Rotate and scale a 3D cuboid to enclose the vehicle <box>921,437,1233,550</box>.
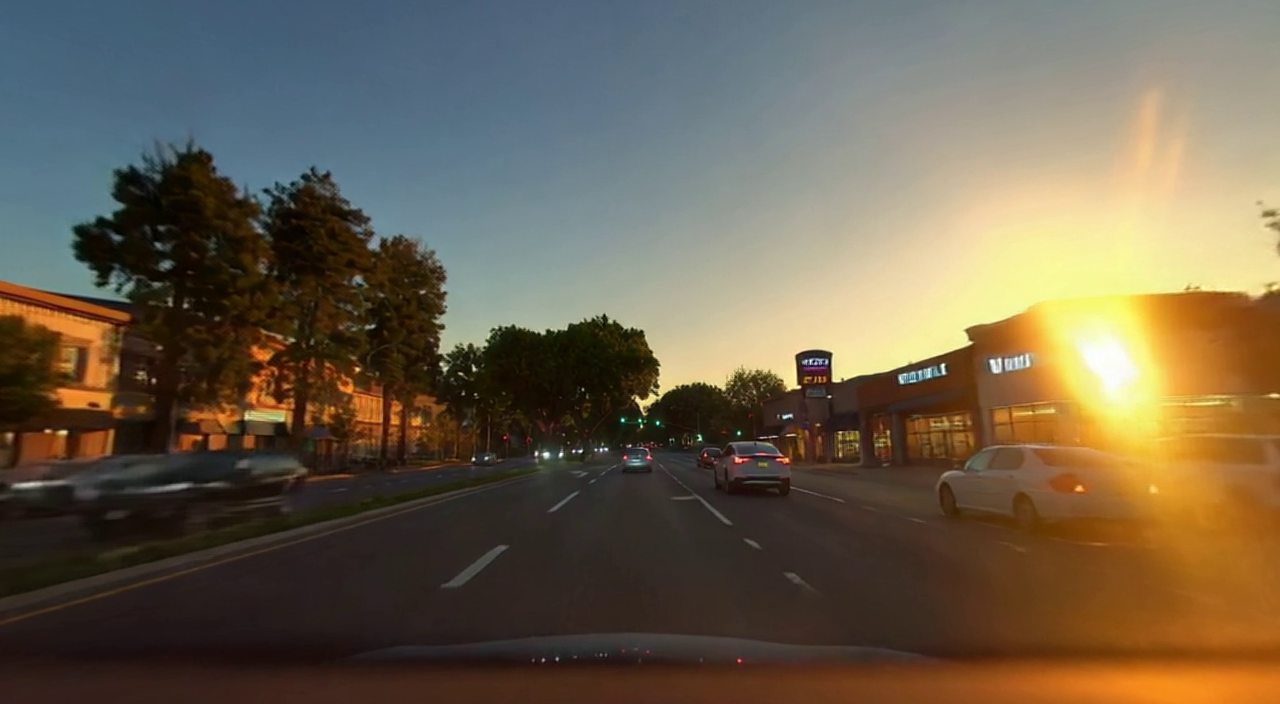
[{"bbox_3d":[6.782,2.202,10.633,1.952,1.449,4.544,0,-8,0],"label":"vehicle"}]

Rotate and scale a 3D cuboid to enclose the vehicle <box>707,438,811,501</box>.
[{"bbox_3d":[3.253,3.309,18.264,2.072,1.545,4.578,0,-8,-1],"label":"vehicle"}]

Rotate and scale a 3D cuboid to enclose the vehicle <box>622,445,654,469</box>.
[{"bbox_3d":[-0.131,6.961,41.991,2.052,1.461,4.324,0,-8,0],"label":"vehicle"}]

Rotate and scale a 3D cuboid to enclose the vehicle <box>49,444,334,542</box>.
[{"bbox_3d":[-8.244,2.578,12.402,2.050,1.499,4.816,0,-8,0],"label":"vehicle"}]
